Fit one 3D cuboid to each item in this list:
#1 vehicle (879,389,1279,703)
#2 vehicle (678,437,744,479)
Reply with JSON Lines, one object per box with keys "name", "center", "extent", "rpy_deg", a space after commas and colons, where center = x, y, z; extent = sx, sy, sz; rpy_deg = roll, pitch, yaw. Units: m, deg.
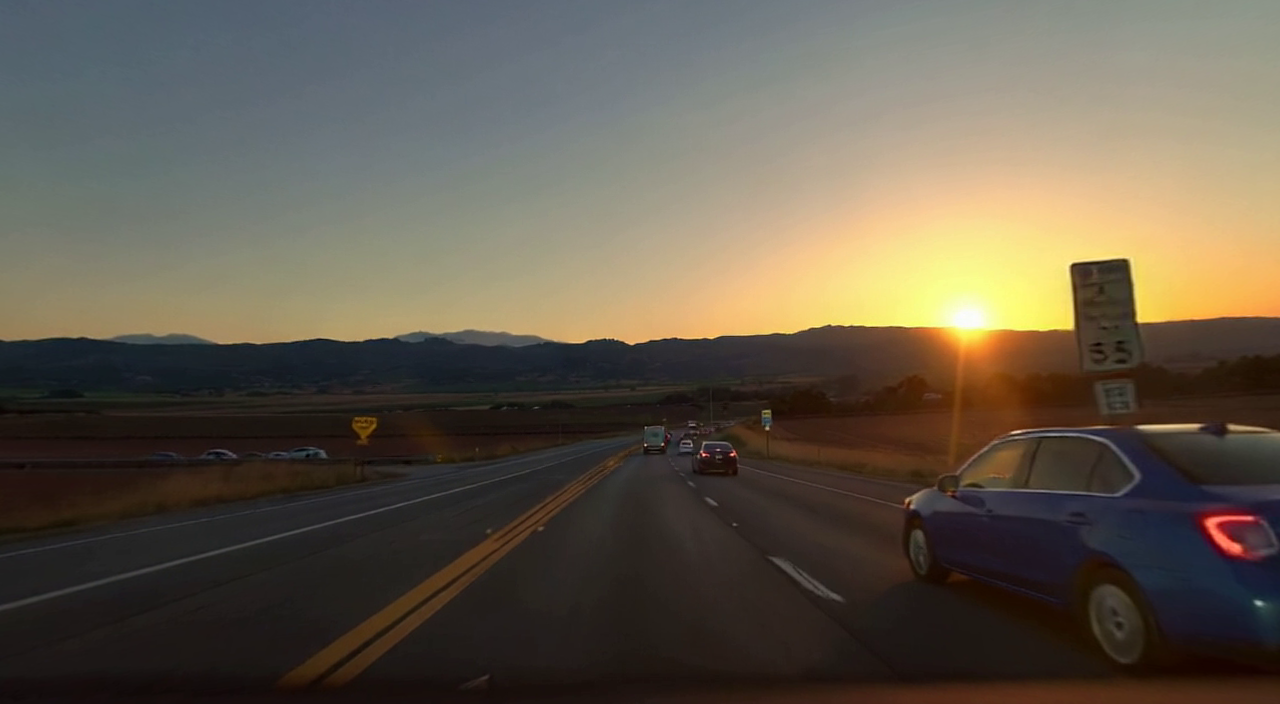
{"name": "vehicle", "center": [3.532, 1.210, 4.597], "extent": [2.007, 1.534, 3.976], "rpy_deg": [0, -8, 0]}
{"name": "vehicle", "center": [2.732, 4.199, 25.246], "extent": [2.026, 1.531, 4.273], "rpy_deg": [0, -8, -2]}
